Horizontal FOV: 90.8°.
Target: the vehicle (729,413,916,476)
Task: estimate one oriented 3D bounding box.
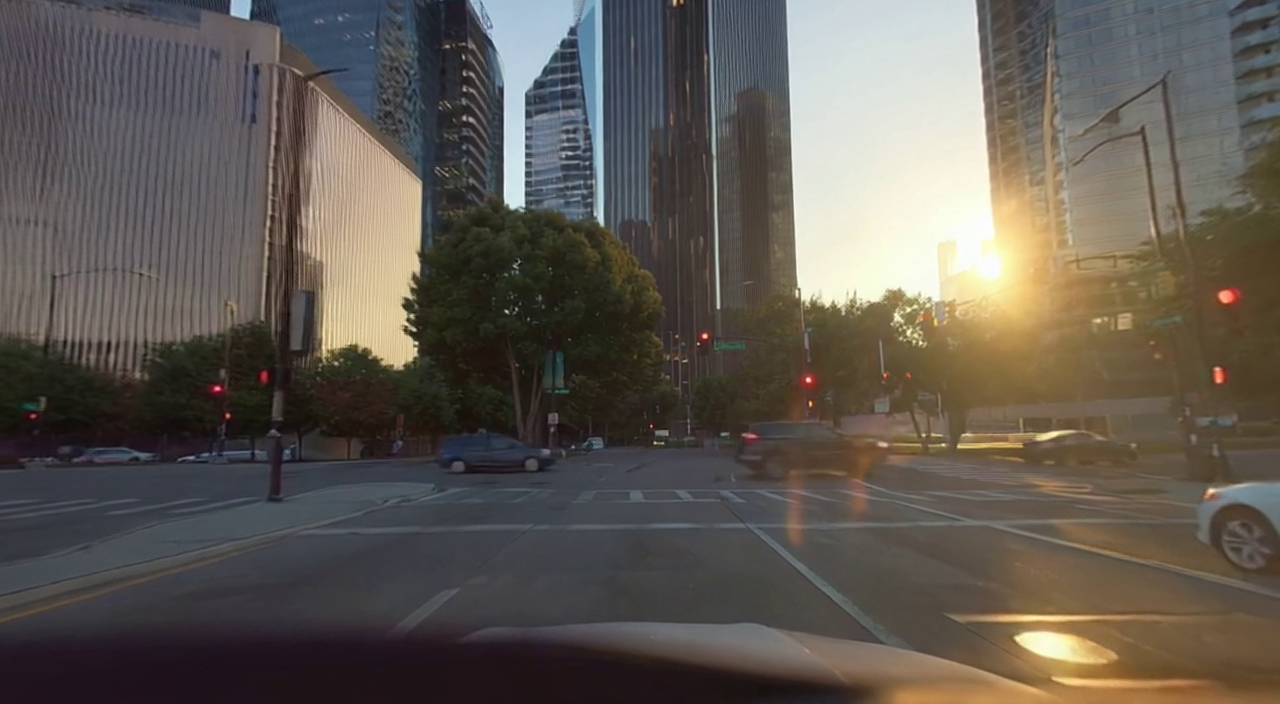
[{"bbox_3d":[6.074,3.141,21.553,5.659,1.967,2.149,0,-8,-5],"label":"vehicle"}]

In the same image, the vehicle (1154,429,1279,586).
[{"bbox_3d":[7.126,1.323,4.975,1.936,1.489,4.885,0,-8,-2],"label":"vehicle"}]

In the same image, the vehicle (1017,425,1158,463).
[{"bbox_3d":[18.318,3.770,25.970,4.503,1.475,1.789,0,-9,-5],"label":"vehicle"}]

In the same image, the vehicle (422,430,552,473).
[{"bbox_3d":[-5.614,3.704,23.642,4.482,1.492,1.805,0,-9,-5],"label":"vehicle"}]
